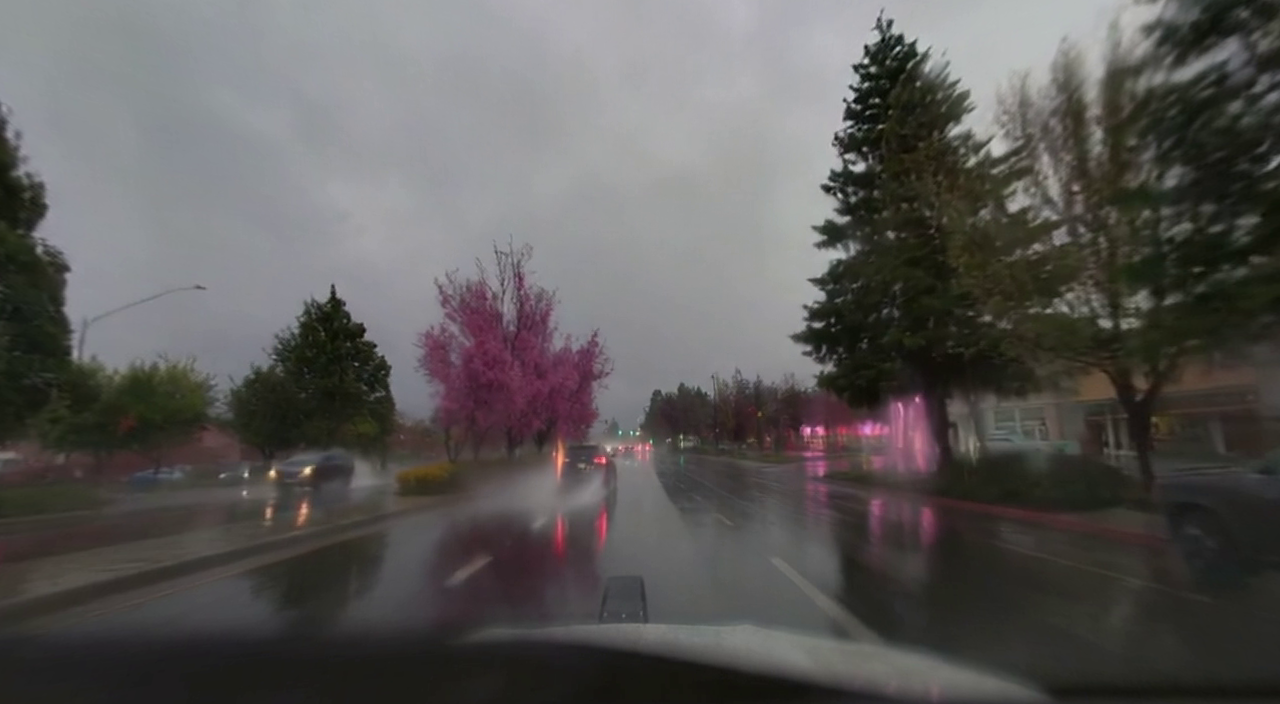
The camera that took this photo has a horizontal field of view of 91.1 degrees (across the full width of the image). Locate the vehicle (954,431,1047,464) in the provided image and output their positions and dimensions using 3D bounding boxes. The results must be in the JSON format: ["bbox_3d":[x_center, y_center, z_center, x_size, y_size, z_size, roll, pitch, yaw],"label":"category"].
[{"bbox_3d":[23.046,6.188,40.559,2.265,1.904,6.201,-2,-9,-1],"label":"vehicle"}]

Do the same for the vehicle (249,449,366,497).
[{"bbox_3d":[-12.584,4.570,24.151,2.071,1.619,4.567,0,-8,-1],"label":"vehicle"}]

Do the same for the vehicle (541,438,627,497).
[{"bbox_3d":[-1.705,3.735,20.731,2.149,1.701,4.379,-1,-8,4],"label":"vehicle"}]
